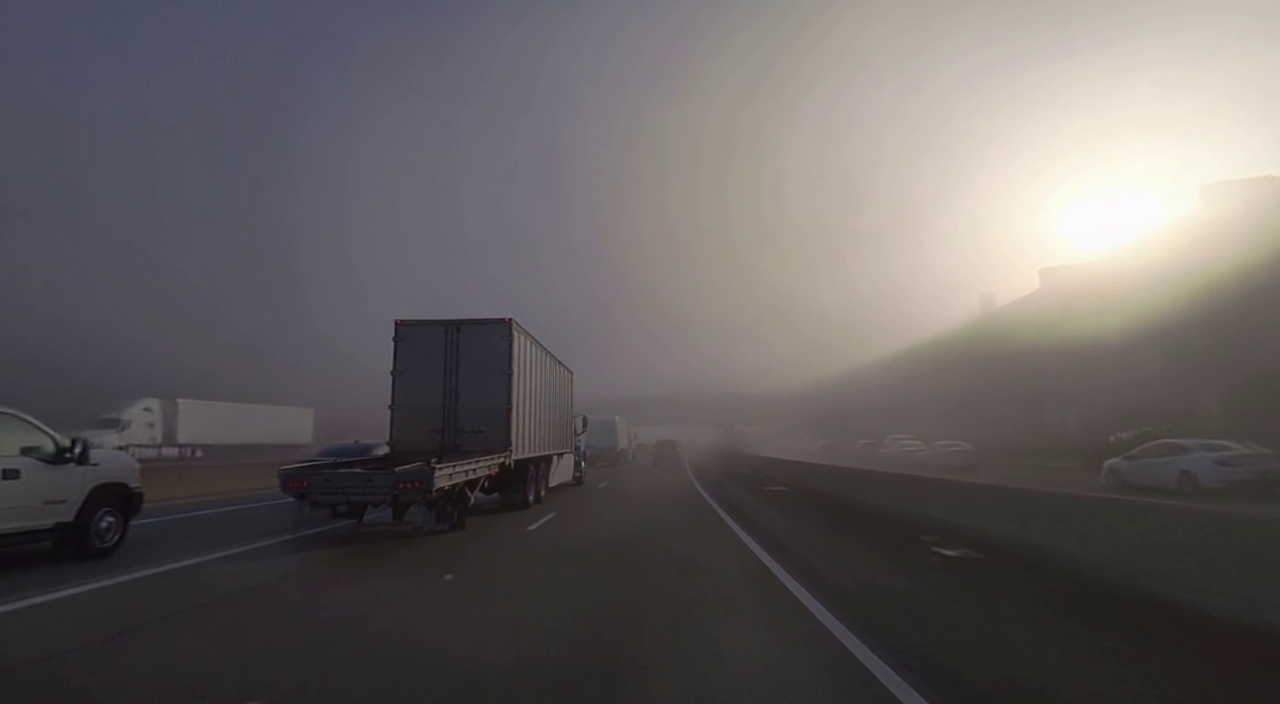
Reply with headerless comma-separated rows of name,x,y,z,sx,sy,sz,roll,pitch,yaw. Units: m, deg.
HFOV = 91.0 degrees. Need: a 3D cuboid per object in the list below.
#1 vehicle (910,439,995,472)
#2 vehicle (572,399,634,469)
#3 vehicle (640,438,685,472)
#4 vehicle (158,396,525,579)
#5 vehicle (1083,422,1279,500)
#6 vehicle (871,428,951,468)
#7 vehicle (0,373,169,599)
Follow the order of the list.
vehicle,14.768,4.914,30.047,1.859,1.452,4.749,-1,-9,4
vehicle,-2.110,5.317,40.044,3.073,3.894,9.782,0,-9,1
vehicle,1.185,5.274,32.389,2.178,1.640,4.071,-1,-9,3
vehicle,-3.312,1.622,8.074,2.896,1.779,3.441,-1,-9,3
vehicle,14.017,2.694,15.935,2.237,1.656,4.676,0,-9,1
vehicle,15.198,5.437,35.765,2.241,2.052,5.864,-1,-9,4
vehicle,-6.786,1.081,4.869,2.323,1.959,5.038,0,-9,0
